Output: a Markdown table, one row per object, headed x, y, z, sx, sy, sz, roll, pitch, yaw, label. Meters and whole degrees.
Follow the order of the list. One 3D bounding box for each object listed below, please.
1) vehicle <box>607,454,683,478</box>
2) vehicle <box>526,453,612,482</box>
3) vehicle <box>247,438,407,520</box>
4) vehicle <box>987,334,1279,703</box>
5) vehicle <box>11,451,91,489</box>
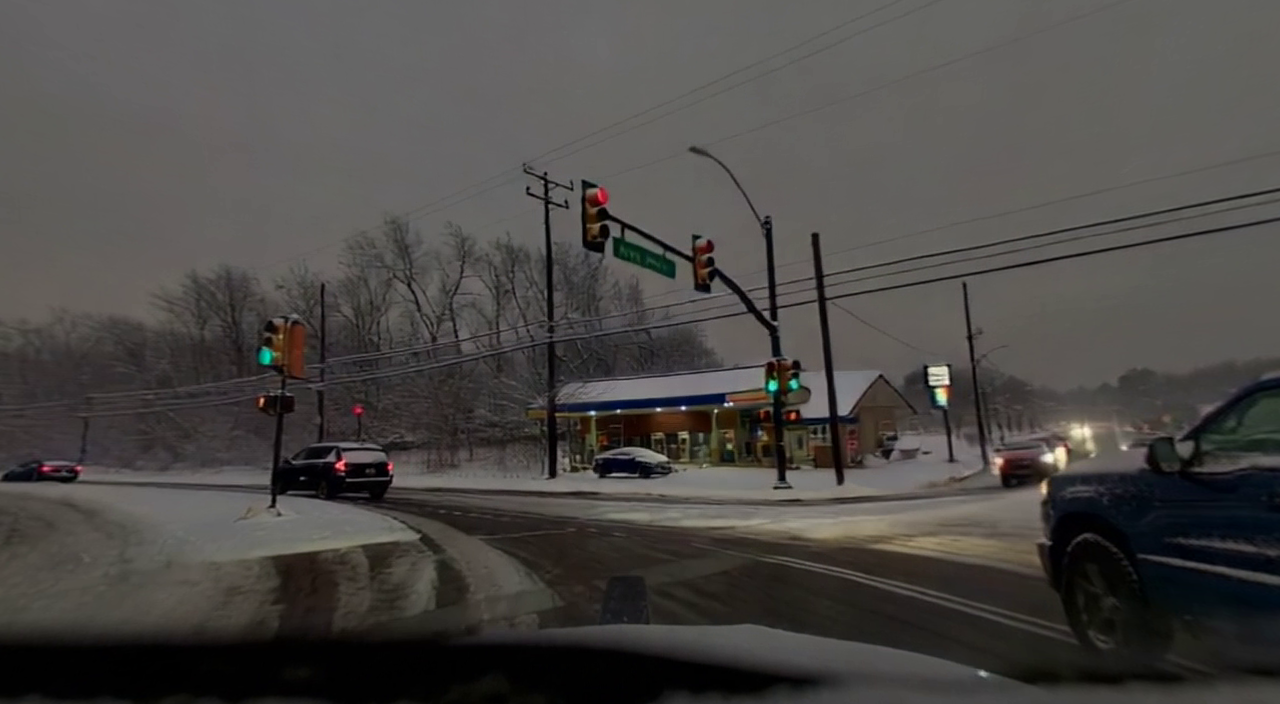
| x | y | z | sx | sy | sz | roll | pitch | yaw | label |
| --- | --- | --- | --- | --- | --- | --- | --- | --- | --- |
| 0.324 | 7.084 | 39.356 | 4.495 | 1.399 | 1.715 | 4 | -9 | -25 | vehicle |
| -4.054 | 6.618 | 36.468 | 4.661 | 1.480 | 1.913 | 7 | -11 | -41 | vehicle |
| -8.499 | 3.272 | 16.912 | 4.889 | 1.842 | 2.141 | -8 | -12 | 43 | vehicle |
| 4.002 | 0.759 | 2.427 | 2.036 | 1.818 | 5.192 | 0 | -9 | -4 | vehicle |
| -29.759 | 5.897 | 31.782 | 4.498 | 1.725 | 1.921 | -6 | -11 | 35 | vehicle |
